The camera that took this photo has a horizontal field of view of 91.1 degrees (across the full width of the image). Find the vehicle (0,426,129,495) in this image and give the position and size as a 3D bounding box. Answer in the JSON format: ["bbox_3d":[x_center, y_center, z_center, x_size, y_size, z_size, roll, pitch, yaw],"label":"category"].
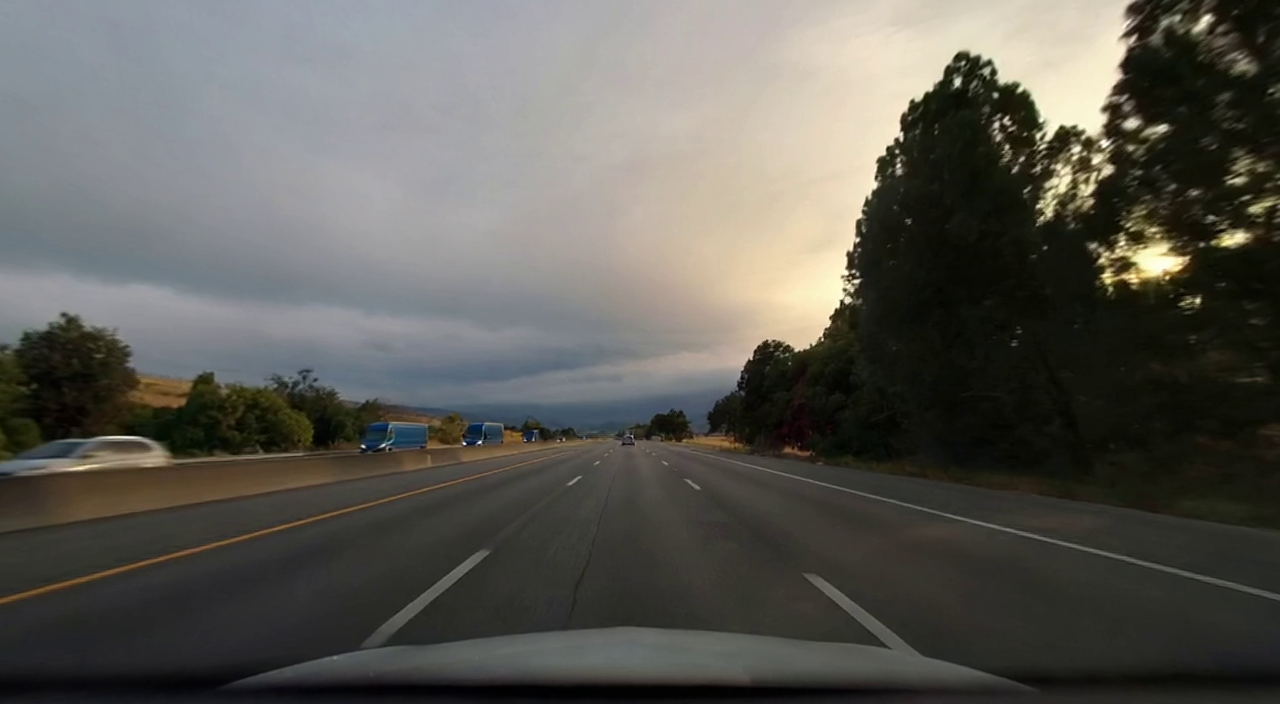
[{"bbox_3d":[-19.722,3.379,19.933,2.226,1.973,5.740,0,-8,0],"label":"vehicle"}]
